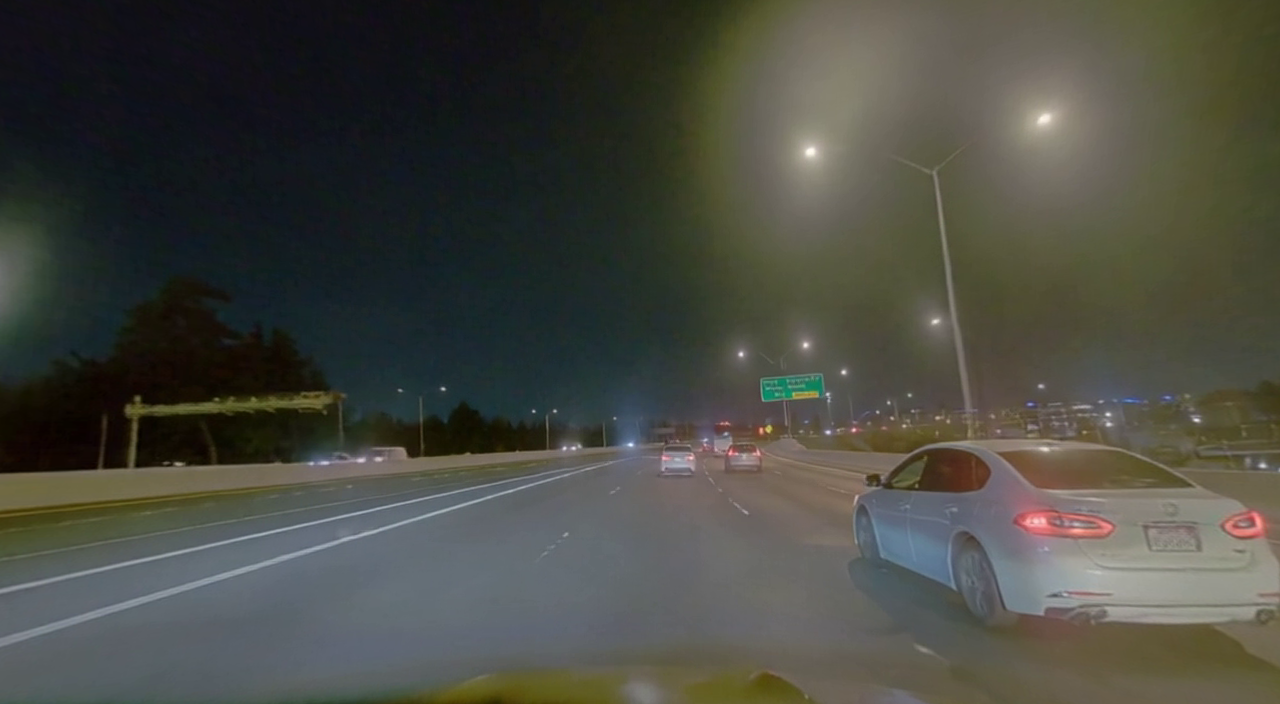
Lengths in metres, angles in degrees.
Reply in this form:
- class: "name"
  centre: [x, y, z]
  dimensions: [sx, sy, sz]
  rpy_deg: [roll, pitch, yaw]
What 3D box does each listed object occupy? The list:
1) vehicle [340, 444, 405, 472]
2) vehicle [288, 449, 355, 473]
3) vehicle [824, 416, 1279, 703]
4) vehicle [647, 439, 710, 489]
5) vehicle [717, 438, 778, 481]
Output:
- class: "vehicle"
  centre: [-17.419, 6.926, 41.237]
  dimensions: [1.956, 1.688, 4.466]
  rpy_deg: [-1, -9, 6]
- class: "vehicle"
  centre: [-20.972, 7.201, 41.669]
  dimensions: [1.859, 1.484, 4.345]
  rpy_deg: [-1, -9, 6]
- class: "vehicle"
  centre: [3.165, 1.397, 5.222]
  dimensions: [2.009, 1.489, 4.559]
  rpy_deg: [0, -9, 2]
- class: "vehicle"
  centre: [1.374, 4.006, 22.801]
  dimensions: [2.074, 1.614, 3.803]
  rpy_deg: [0, -9, 3]
- class: "vehicle"
  centre: [4.550, 4.614, 27.253]
  dimensions: [2.076, 1.684, 4.241]
  rpy_deg: [0, -9, 3]
